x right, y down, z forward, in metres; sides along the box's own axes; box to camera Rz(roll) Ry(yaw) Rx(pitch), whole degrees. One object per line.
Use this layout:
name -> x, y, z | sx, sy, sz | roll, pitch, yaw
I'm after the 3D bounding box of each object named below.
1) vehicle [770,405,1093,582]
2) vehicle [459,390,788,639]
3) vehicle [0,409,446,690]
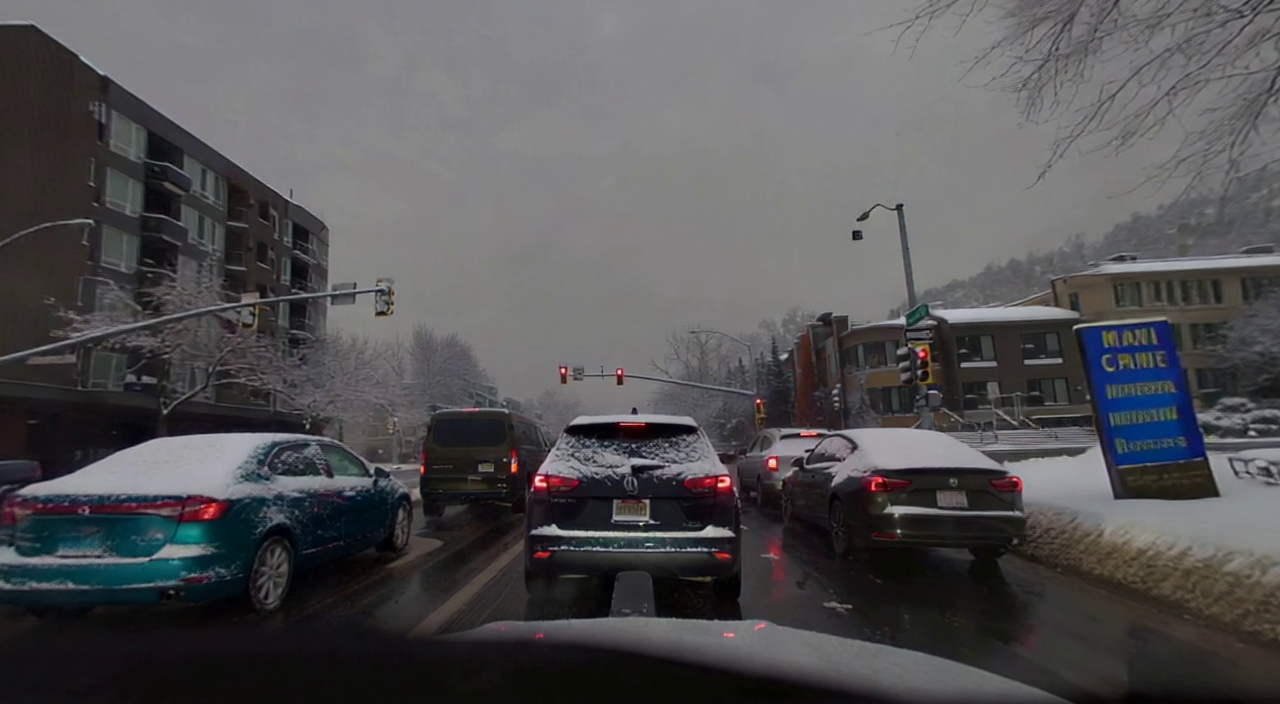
vehicle -> 3.217, 1.666, 8.256 | 2.004, 1.646, 4.554 | 0, -8, 0
vehicle -> -0.128, 1.408, 6.437 | 2.195, 1.662, 4.262 | 0, -8, -1
vehicle -> -3.550, 1.423, 5.823 | 1.906, 1.524, 4.547 | 0, -8, 2
